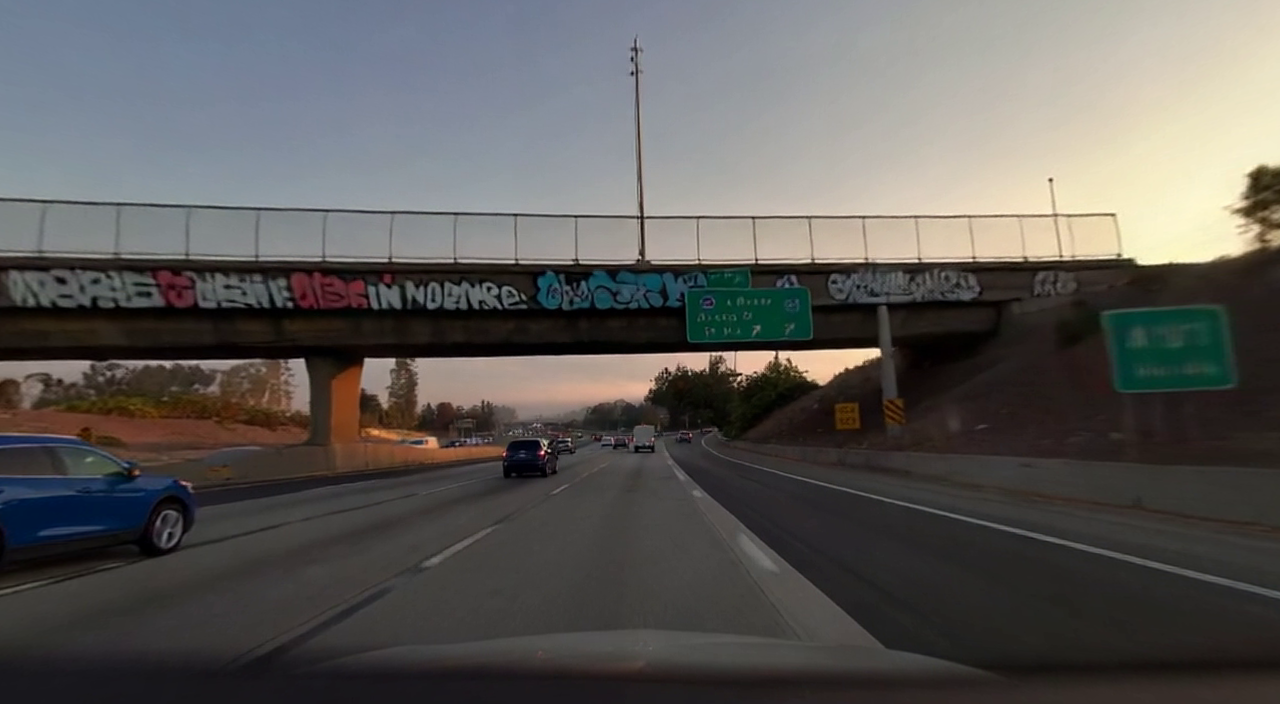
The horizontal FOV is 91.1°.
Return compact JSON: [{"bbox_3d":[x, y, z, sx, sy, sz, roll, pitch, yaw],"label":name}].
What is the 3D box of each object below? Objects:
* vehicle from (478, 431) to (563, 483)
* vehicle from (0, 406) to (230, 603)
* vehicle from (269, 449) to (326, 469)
[{"bbox_3d":[-4.147,3.740,22.661,2.154,1.693,4.394,0,-8,1],"label":"vehicle"},{"bbox_3d":[-6.372,1.413,6.210,1.969,1.633,3.962,0,-8,-1],"label":"vehicle"},{"bbox_3d":[-25.444,7.934,46.747,1.799,1.406,4.243,0,-8,1],"label":"vehicle"}]
